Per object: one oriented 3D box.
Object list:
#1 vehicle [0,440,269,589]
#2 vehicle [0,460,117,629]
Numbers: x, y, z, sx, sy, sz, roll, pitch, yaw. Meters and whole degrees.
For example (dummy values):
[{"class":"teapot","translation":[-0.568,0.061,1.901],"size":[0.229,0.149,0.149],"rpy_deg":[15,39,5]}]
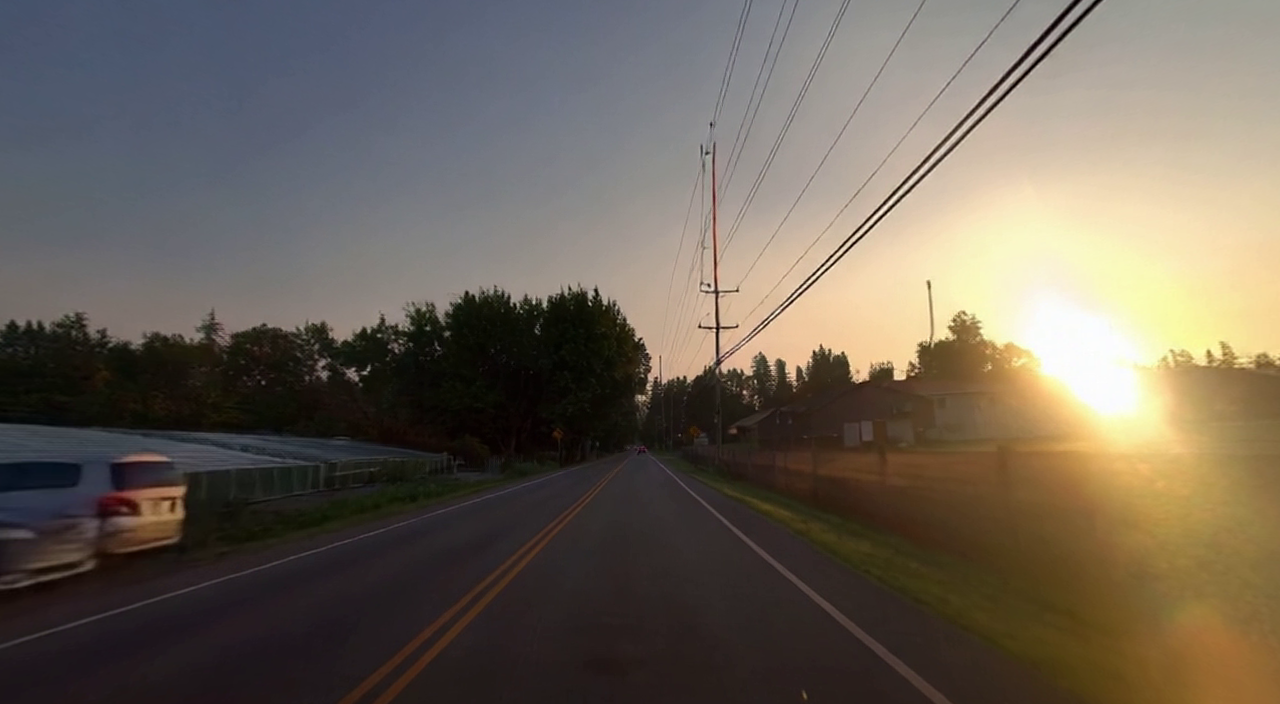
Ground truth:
[{"class":"vehicle","translation":[-7.886,2.080,8.565],"size":[4.374,1.717,2.094],"rpy_deg":[0,-9,2]},{"class":"vehicle","translation":[-8.122,1.817,6.026],"size":[4.525,1.499,1.934],"rpy_deg":[0,-9,1]}]
